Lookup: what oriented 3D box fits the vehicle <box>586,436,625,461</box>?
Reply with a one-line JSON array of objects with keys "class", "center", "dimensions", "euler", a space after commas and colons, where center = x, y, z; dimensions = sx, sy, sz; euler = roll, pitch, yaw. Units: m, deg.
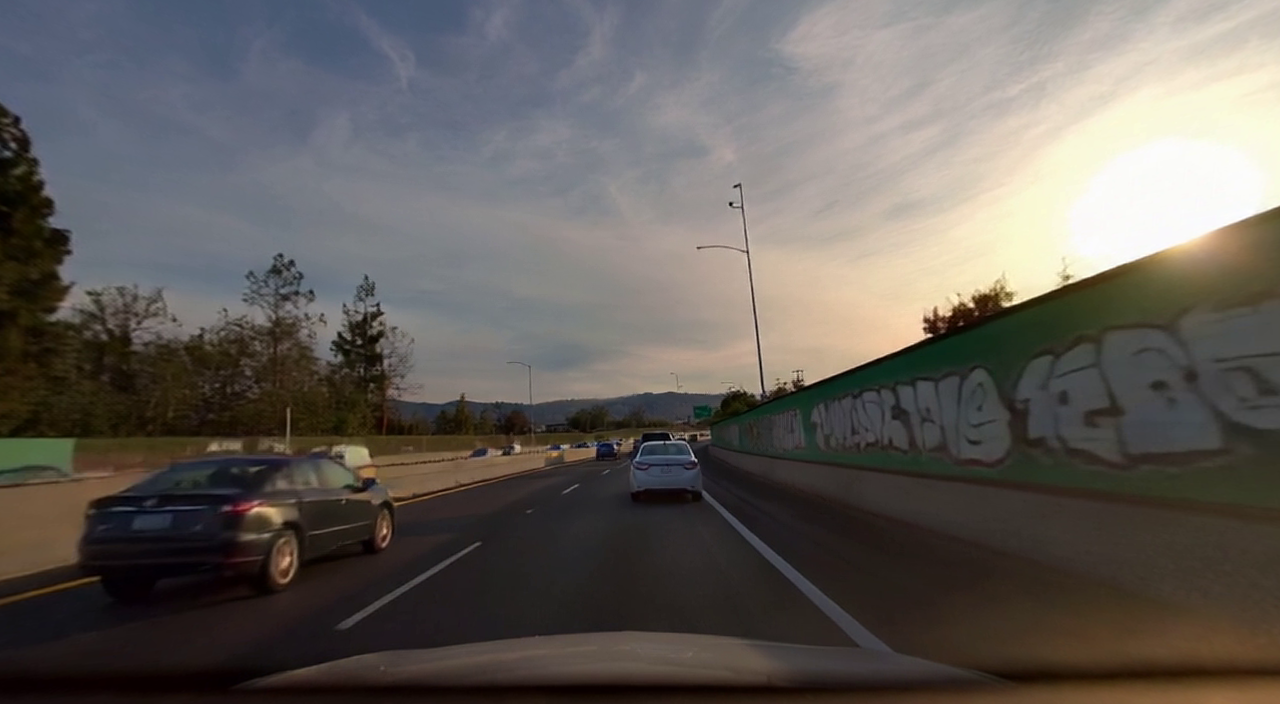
[{"class": "vehicle", "center": [-2.197, 6.345, 41.427], "dimensions": [2.105, 1.571, 3.727], "euler": [-1, -8, 4]}]

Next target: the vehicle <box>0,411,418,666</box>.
[{"class": "vehicle", "center": [-3.881, 1.390, 5.823], "dimensions": [2.059, 1.471, 4.152], "euler": [0, -8, 1]}]

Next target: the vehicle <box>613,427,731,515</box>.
[{"class": "vehicle", "center": [0.578, 2.376, 13.079], "dimensions": [2.077, 1.533, 3.854], "euler": [0, -8, 0]}]
